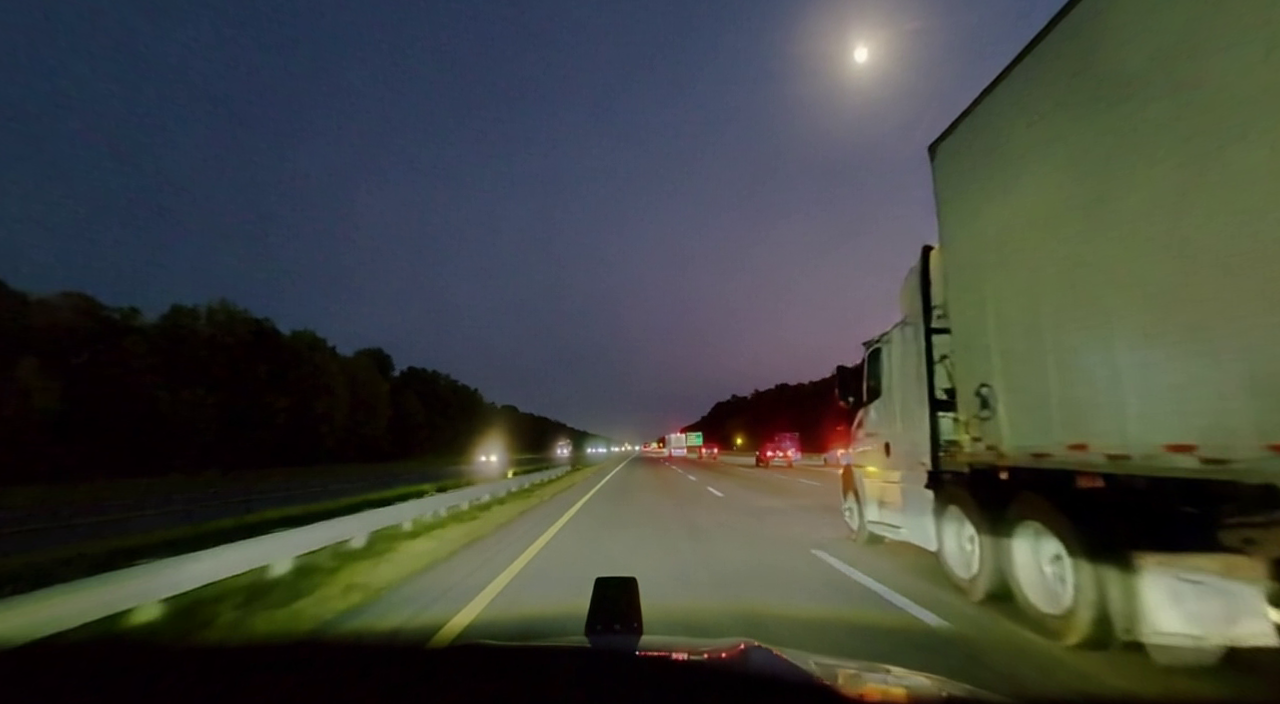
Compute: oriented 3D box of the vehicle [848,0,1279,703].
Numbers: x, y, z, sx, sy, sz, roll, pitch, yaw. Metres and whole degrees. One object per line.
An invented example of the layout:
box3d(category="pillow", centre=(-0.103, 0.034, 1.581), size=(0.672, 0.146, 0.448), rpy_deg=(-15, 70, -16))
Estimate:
box3d(category="vehicle", centre=(4.004, -0.293, 1.858), size=(3.015, 3.877, 10.370), rpy_deg=(0, -9, -1))
